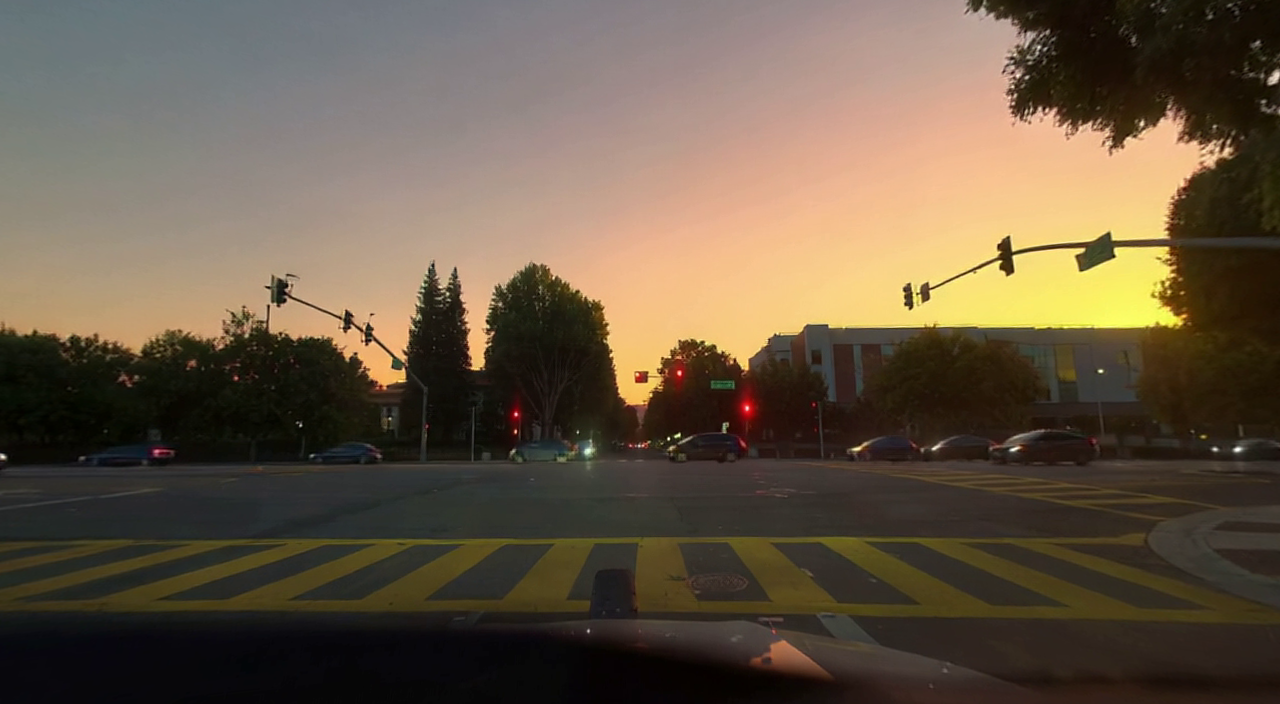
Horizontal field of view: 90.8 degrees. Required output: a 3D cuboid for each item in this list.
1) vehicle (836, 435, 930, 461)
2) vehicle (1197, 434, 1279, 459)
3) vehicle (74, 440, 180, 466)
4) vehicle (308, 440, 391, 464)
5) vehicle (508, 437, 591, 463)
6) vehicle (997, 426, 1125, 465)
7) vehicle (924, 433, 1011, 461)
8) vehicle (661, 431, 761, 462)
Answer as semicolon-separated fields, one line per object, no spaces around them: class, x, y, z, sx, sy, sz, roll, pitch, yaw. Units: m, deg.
vehicle;14.188;5.651;37.080;4.724;1.452;1.870;0;-9;1
vehicle;38.467;6.021;40.219;4.100;1.509;1.853;0;-9;0
vehicle;-29.721;5.860;36.716;4.631;1.435;1.715;0;-9;0
vehicle;-18.548;6.395;40.453;4.443;1.472;1.794;0;-9;0
vehicle;-5.210;5.701;36.798;4.519;1.476;1.767;0;-9;0
vehicle;20.298;4.541;30.653;4.662;1.764;2.064;-1;-9;1
vehicle;21.031;6.110;40.647;4.488;1.667;1.869;0;-9;1
vehicle;4.420;6.006;40.086;6.133;1.833;2.155;-1;-9;2
